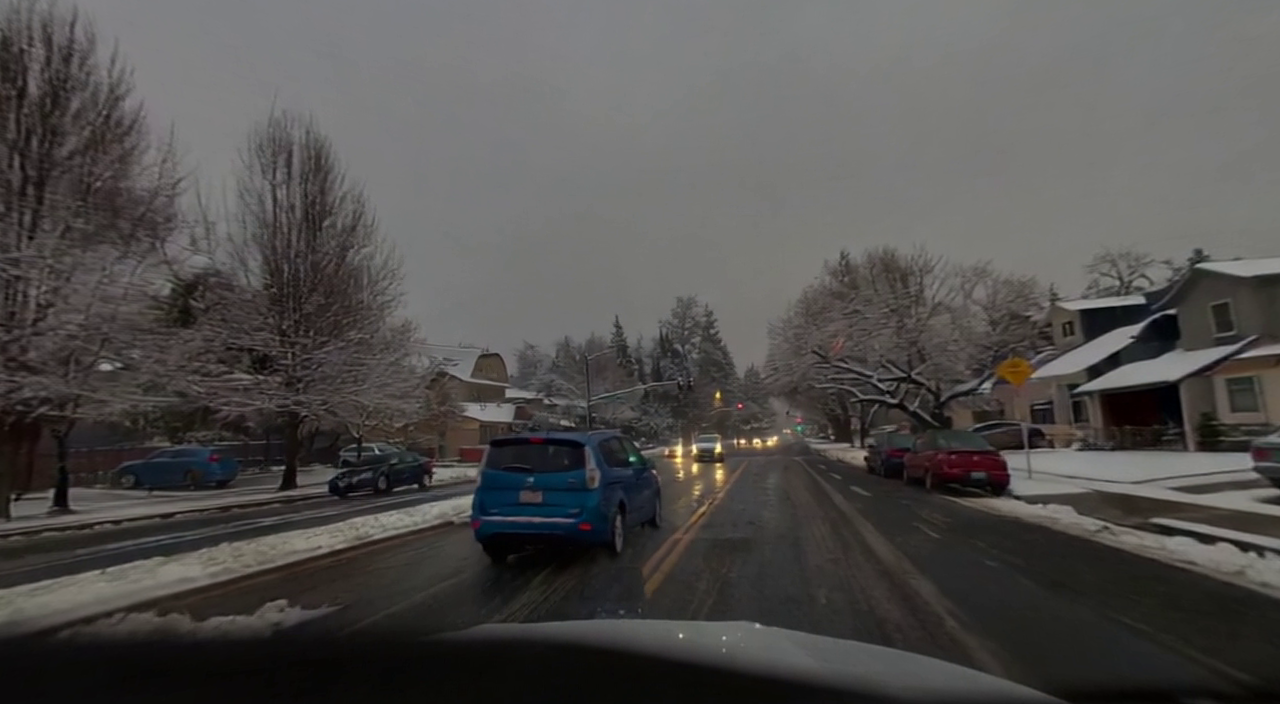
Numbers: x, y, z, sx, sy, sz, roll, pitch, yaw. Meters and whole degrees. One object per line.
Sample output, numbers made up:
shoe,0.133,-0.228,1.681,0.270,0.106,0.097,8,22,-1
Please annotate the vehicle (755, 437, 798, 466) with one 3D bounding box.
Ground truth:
vehicle,7.420,5.461,34.682,2.081,1.475,4.361,-2,-9,10

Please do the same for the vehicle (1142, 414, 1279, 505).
vehicle,12.245,1.914,11.926,4.077,1.473,1.887,-2,-8,-9

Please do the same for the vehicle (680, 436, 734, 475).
vehicle,2.955,4.401,27.148,1.986,1.508,4.261,-2,-9,10

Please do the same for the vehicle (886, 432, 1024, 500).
vehicle,7.914,2.886,16.409,1.964,1.485,4.454,-2,-9,10

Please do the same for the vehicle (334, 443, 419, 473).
vehicle,-15.284,6.144,36.721,4.091,1.614,1.910,-2,-9,9

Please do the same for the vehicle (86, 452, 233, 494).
vehicle,-17.806,4.453,23.498,4.397,1.423,1.789,-2,-9,12

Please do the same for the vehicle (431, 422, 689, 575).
vehicle,-0.719,1.812,8.707,2.069,1.510,4.325,-2,-9,14
